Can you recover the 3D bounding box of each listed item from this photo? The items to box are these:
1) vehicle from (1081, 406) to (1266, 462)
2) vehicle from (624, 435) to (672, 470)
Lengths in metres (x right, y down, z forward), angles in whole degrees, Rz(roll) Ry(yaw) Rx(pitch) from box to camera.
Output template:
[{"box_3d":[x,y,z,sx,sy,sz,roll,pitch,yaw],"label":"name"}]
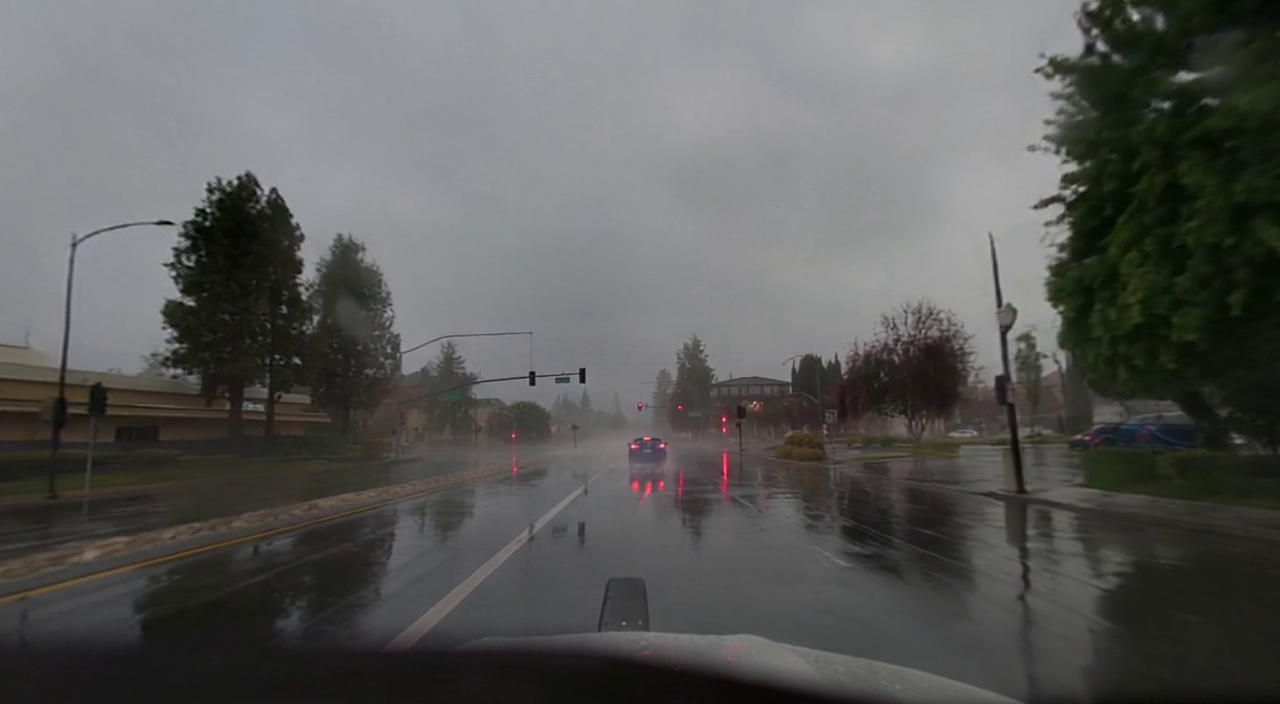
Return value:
[{"box_3d":[23.355,3.711,28.176,2.647,2.185,6.556,-1,-8,2],"label":"vehicle"},{"box_3d":[0.285,4.597,29.110,2.028,1.478,4.545,0,-8,-1],"label":"vehicle"}]
